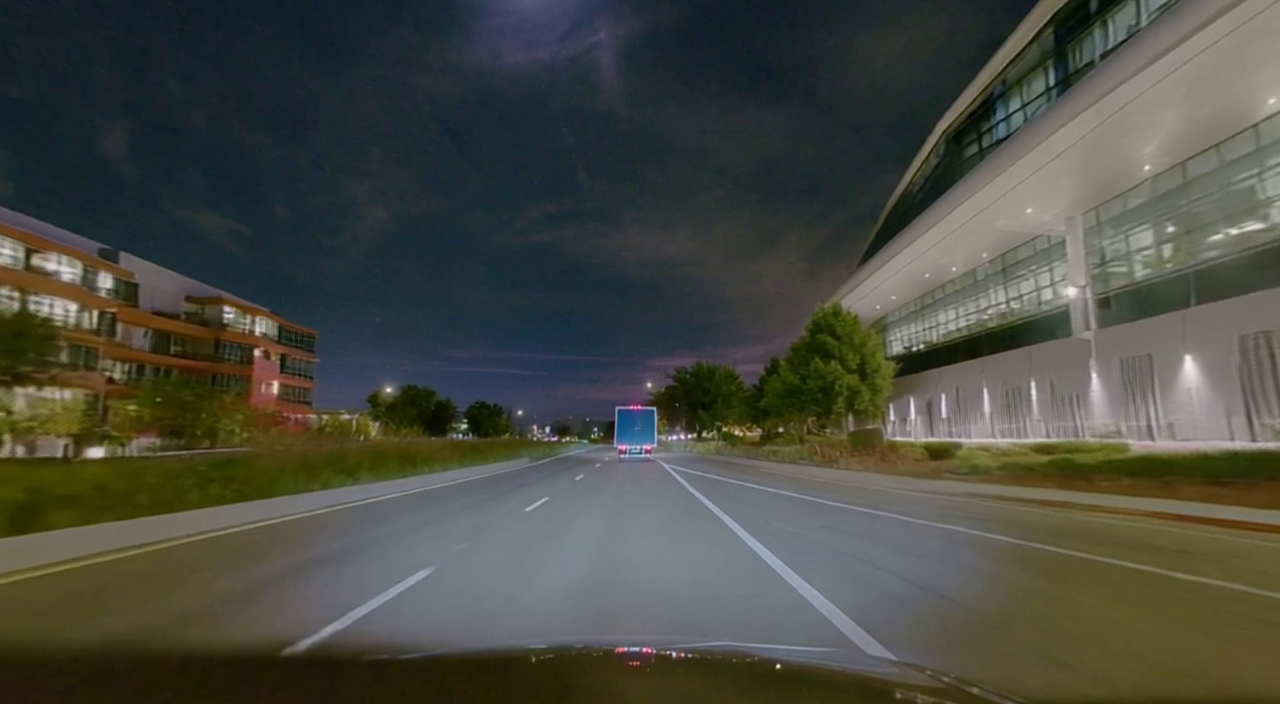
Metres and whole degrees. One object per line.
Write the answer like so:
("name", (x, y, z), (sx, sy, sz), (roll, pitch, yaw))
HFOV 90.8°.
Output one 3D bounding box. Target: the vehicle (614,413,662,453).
("vehicle", (-0.196, 4.102, 31.456), (2.178, 1.829, 4.932), (1, -9, -3))
